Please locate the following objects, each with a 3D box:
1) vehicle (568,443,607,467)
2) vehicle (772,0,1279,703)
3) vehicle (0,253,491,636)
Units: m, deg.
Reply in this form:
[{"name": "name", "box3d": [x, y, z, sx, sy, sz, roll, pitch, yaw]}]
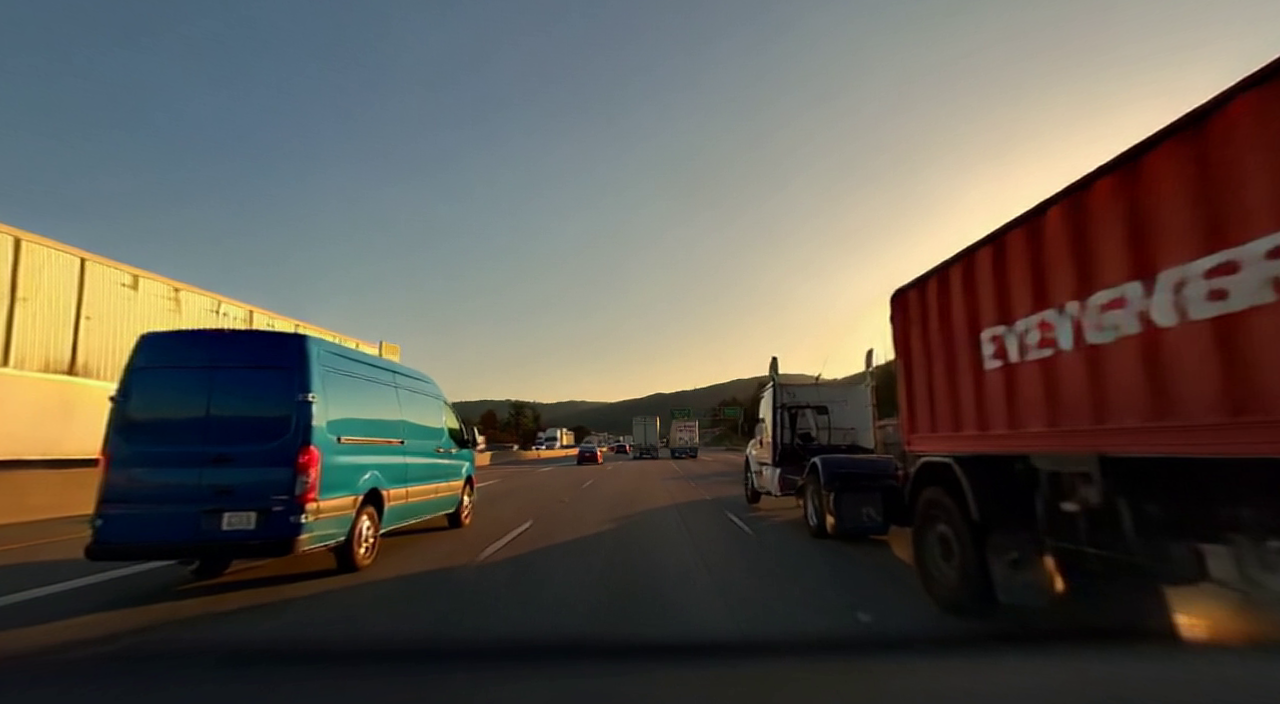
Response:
[{"name": "vehicle", "box3d": [-3.324, 6.589, 40.606, 2.024, 1.472, 4.014, -1, -9, 2]}, {"name": "vehicle", "box3d": [3.984, 0.050, 4.789, 2.951, 3.974, 13.340, 0, -9, -1]}, {"name": "vehicle", "box3d": [-3.981, 1.132, 8.091, 2.557, 2.855, 6.674, 0, -9, 0]}]
